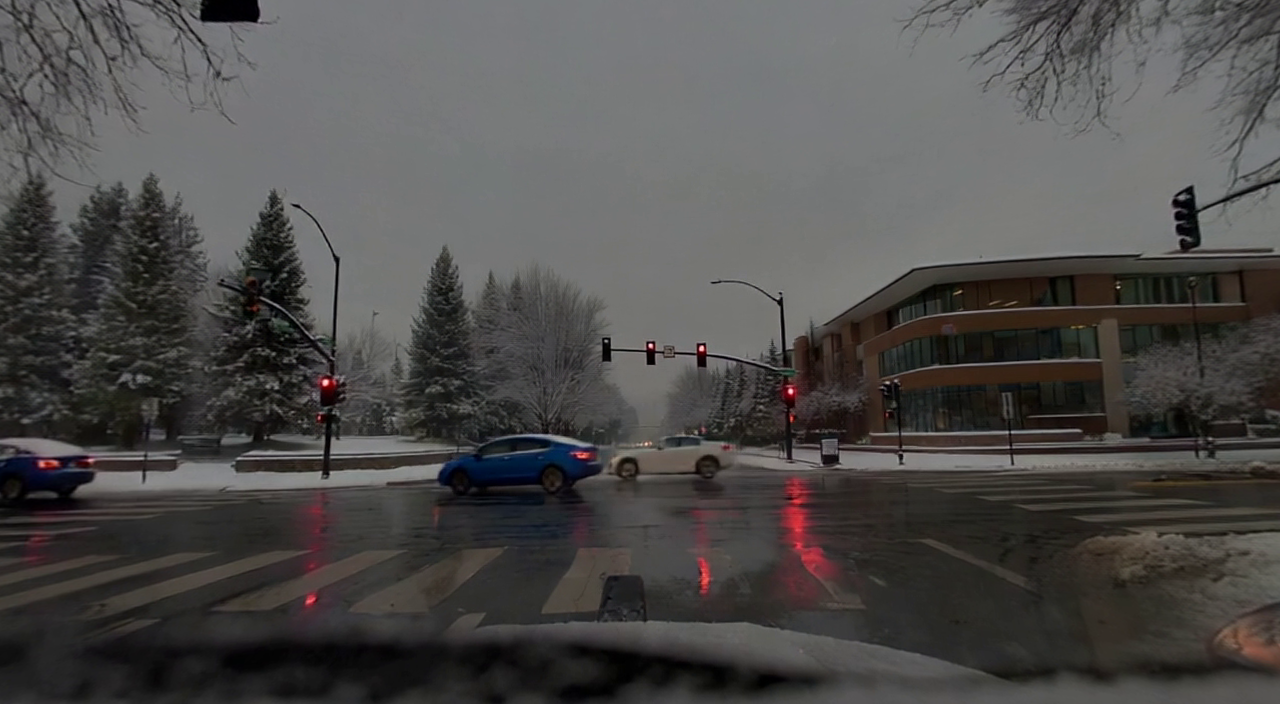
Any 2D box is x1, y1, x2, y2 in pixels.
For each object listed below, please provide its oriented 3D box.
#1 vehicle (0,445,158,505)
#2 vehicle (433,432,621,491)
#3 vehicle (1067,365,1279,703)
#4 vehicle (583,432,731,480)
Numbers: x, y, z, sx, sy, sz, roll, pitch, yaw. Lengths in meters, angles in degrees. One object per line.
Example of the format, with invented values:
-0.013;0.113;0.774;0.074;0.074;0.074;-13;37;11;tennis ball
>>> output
-15.980;3.268;16.864;4.464;1.472;1.867;0;-8;-1;vehicle
-2.919;2.943;17.016;4.723;1.484;1.883;0;-8;0;vehicle
2.885;0.678;0.835;1.947;1.576;3.825;0;-8;1;vehicle
0.547;3.399;20.624;4.623;1.477;1.884;0;-8;1;vehicle
